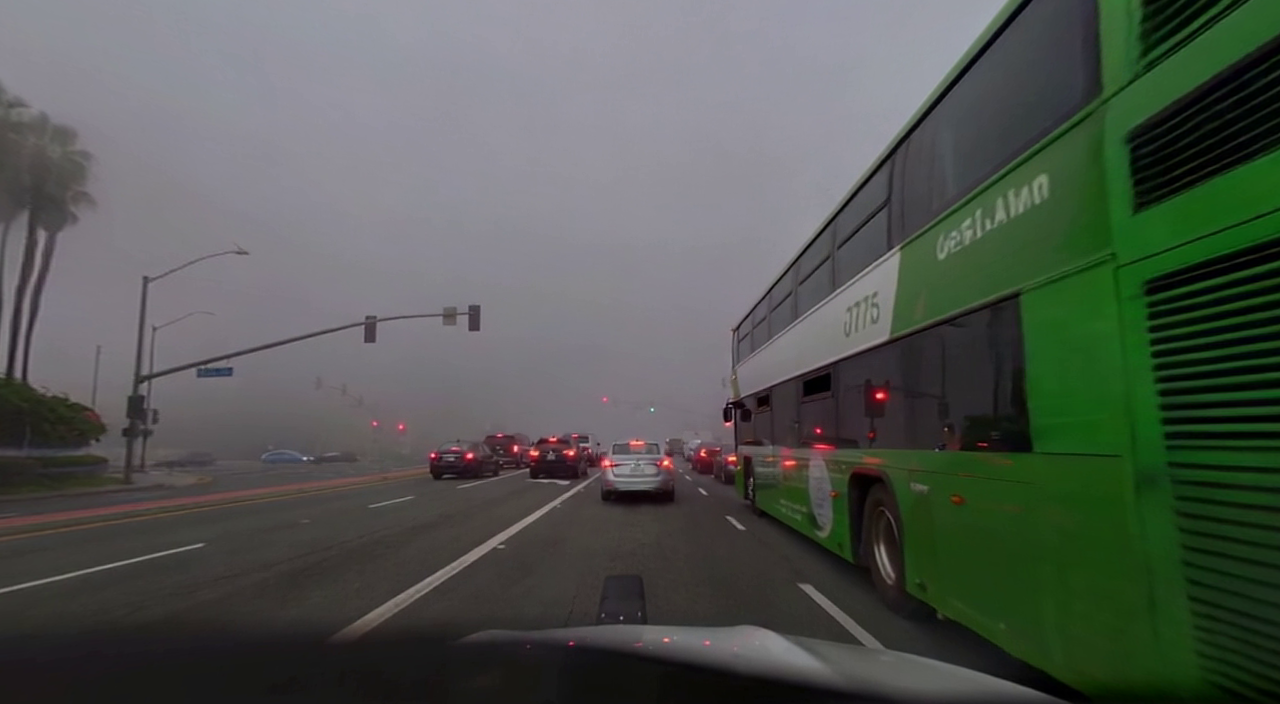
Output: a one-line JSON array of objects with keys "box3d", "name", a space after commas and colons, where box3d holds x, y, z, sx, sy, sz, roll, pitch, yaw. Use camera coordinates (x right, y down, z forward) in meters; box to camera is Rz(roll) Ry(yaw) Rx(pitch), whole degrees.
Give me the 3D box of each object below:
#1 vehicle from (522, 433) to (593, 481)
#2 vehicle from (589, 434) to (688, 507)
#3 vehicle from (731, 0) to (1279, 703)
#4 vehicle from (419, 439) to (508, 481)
[{"box3d": [-3.146, 4.110, 25.004, 2.020, 1.721, 4.366, -1, -9, 2], "name": "vehicle"}, {"box3d": [-0.021, 2.762, 15.111, 2.060, 1.499, 3.831, 0, -9, 0], "name": "vehicle"}, {"box3d": [3.579, 0.395, 7.820, 2.970, 4.015, 13.606, 0, -9, 0], "name": "vehicle"}, {"box3d": [-6.799, 4.209, 24.907, 1.927, 1.480, 4.832, -1, -9, 2], "name": "vehicle"}]
